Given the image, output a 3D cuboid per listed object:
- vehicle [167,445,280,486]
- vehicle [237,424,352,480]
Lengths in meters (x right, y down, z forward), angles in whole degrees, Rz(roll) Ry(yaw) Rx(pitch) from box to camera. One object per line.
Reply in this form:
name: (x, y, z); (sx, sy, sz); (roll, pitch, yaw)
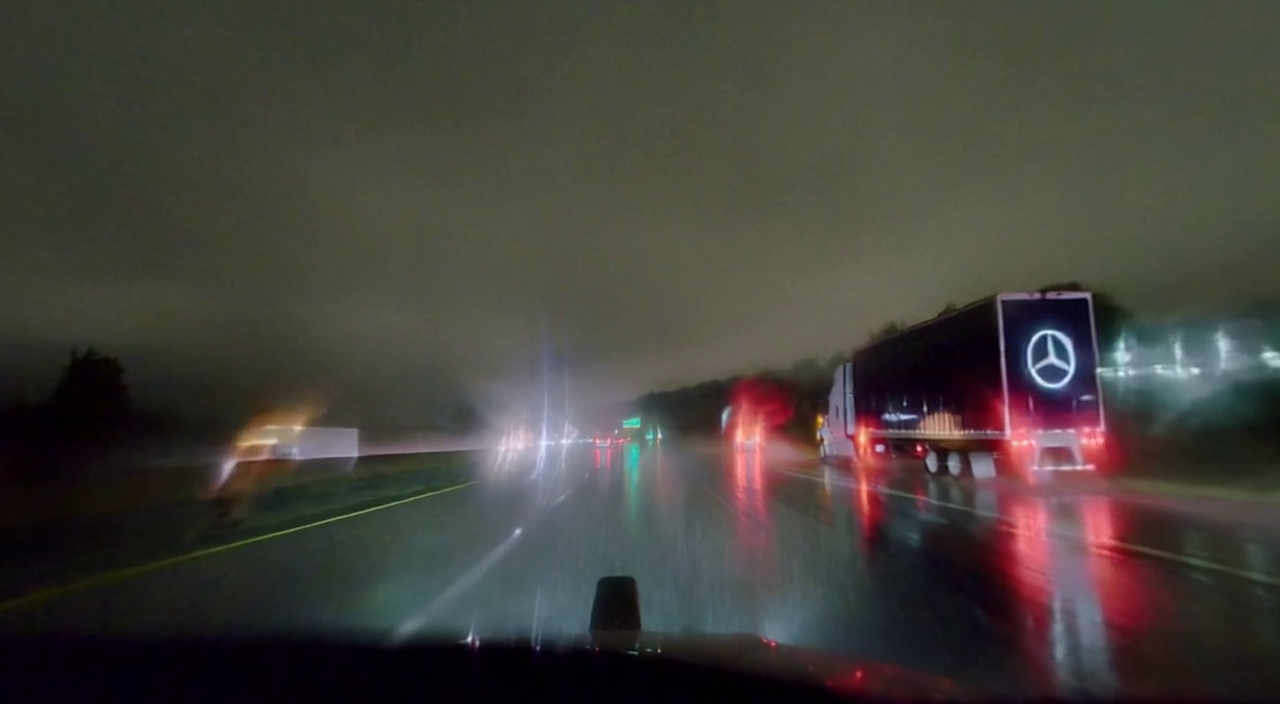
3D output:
vehicle: (-20.004, 5.418, 30.548); (2.098, 1.777, 4.982); (-1, -8, 0)
vehicle: (-20.275, 5.890, 37.553); (2.645, 2.971, 7.289); (-1, -8, 0)
